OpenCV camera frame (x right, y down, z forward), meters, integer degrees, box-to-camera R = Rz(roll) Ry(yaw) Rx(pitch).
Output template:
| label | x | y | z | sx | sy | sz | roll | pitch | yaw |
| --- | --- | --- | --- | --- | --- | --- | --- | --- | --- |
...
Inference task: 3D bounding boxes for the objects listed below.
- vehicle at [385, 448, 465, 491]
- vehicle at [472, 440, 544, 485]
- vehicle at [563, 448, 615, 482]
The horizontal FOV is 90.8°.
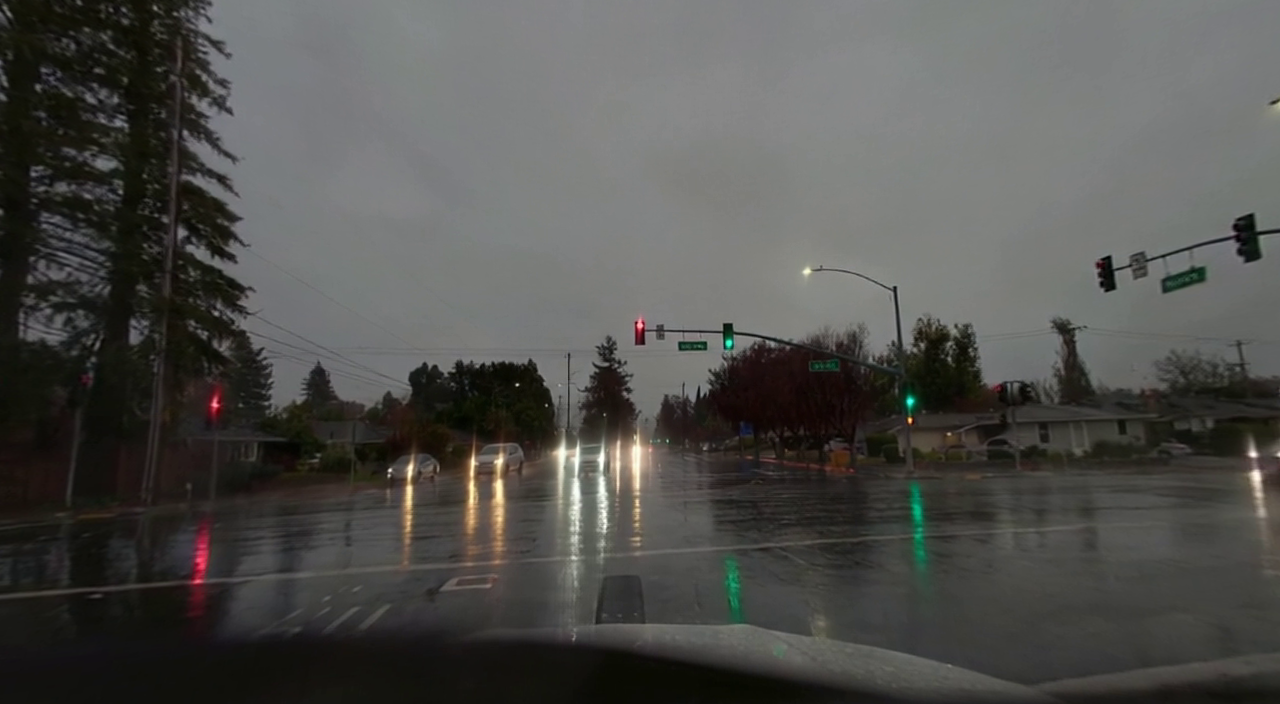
| label | x | y | z | sx | sy | sz | roll | pitch | yaw |
| --- | --- | --- | --- | --- | --- | --- | --- | --- | --- |
| vehicle | -10.099 | 5.528 | 30.135 | 2.241 | 1.819 | 4.690 | 0 | -9 | -1 |
| vehicle | -6.319 | 5.350 | 30.937 | 2.479 | 1.977 | 5.254 | 0 | -9 | -1 |
| vehicle | -2.329 | 5.313 | 30.065 | 2.174 | 1.477 | 4.805 | 0 | -9 | -1 |
